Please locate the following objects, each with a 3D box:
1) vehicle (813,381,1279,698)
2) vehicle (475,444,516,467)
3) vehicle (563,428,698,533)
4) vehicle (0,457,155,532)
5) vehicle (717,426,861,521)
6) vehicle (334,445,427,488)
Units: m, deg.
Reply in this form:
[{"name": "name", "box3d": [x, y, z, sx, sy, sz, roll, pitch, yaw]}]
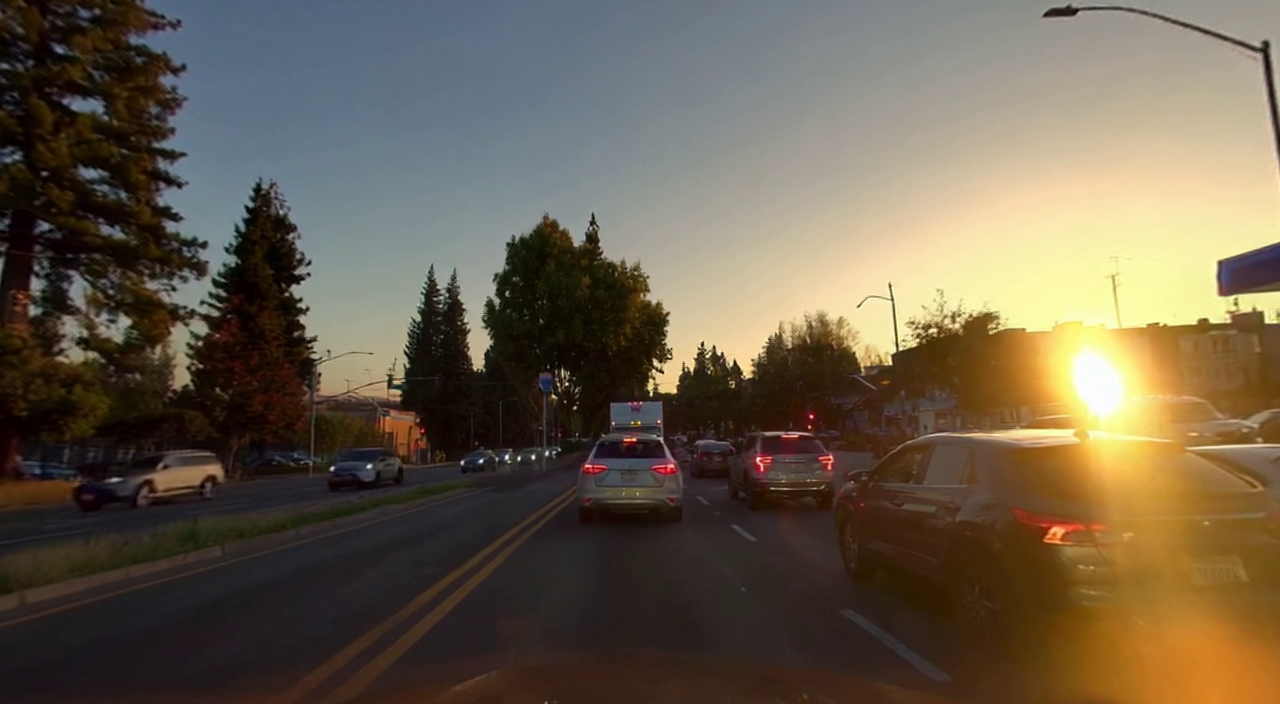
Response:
[{"name": "vehicle", "box3d": [3.325, 1.336, 5.720, 2.056, 1.700, 4.399, 0, -9, -3]}, {"name": "vehicle", "box3d": [-11.346, 8.164, 49.881, 2.083, 1.719, 4.497, -1, -9, 1]}, {"name": "vehicle", "box3d": [-0.183, 2.289, 11.765, 2.106, 1.613, 3.697, 0, -9, -1]}, {"name": "vehicle", "box3d": [-14.357, 3.318, 15.179, 1.883, 1.479, 4.471, 0, -9, 0]}, {"name": "vehicle", "box3d": [2.928, 2.501, 13.456, 1.995, 1.677, 4.106, 0, -9, -1]}, {"name": "vehicle", "box3d": [-11.062, 4.865, 27.337, 2.055, 1.663, 4.637, 0, -9, 0]}]
